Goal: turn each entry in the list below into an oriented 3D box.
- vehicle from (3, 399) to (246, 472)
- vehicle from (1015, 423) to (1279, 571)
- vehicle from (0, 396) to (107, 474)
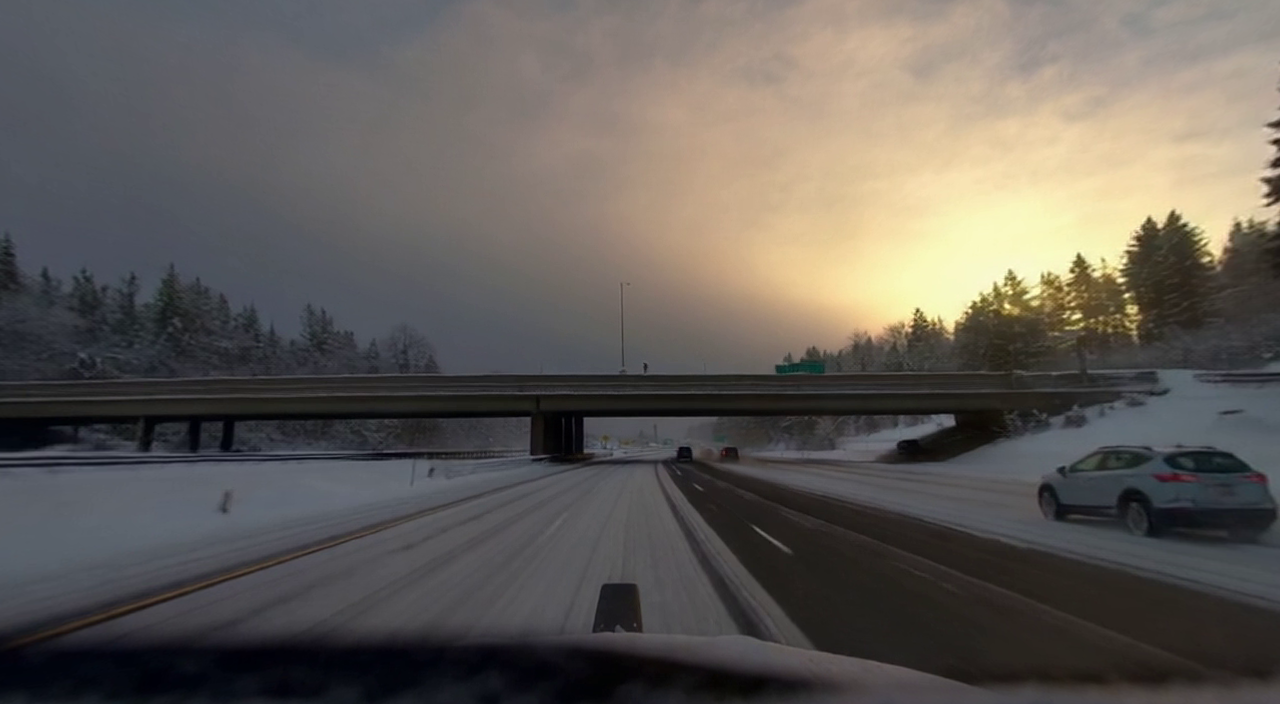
[{"bbox_3d":[-34.449,5.970,44.187,2.902,4.121,16.582,0,-9,1],"label":"vehicle"},{"bbox_3d":[7.743,1.917,9.176,1.862,1.613,4.316,0,-9,-1],"label":"vehicle"},{"bbox_3d":[-34.557,4.619,34.769,3.015,3.942,8.354,0,-9,0],"label":"vehicle"}]
